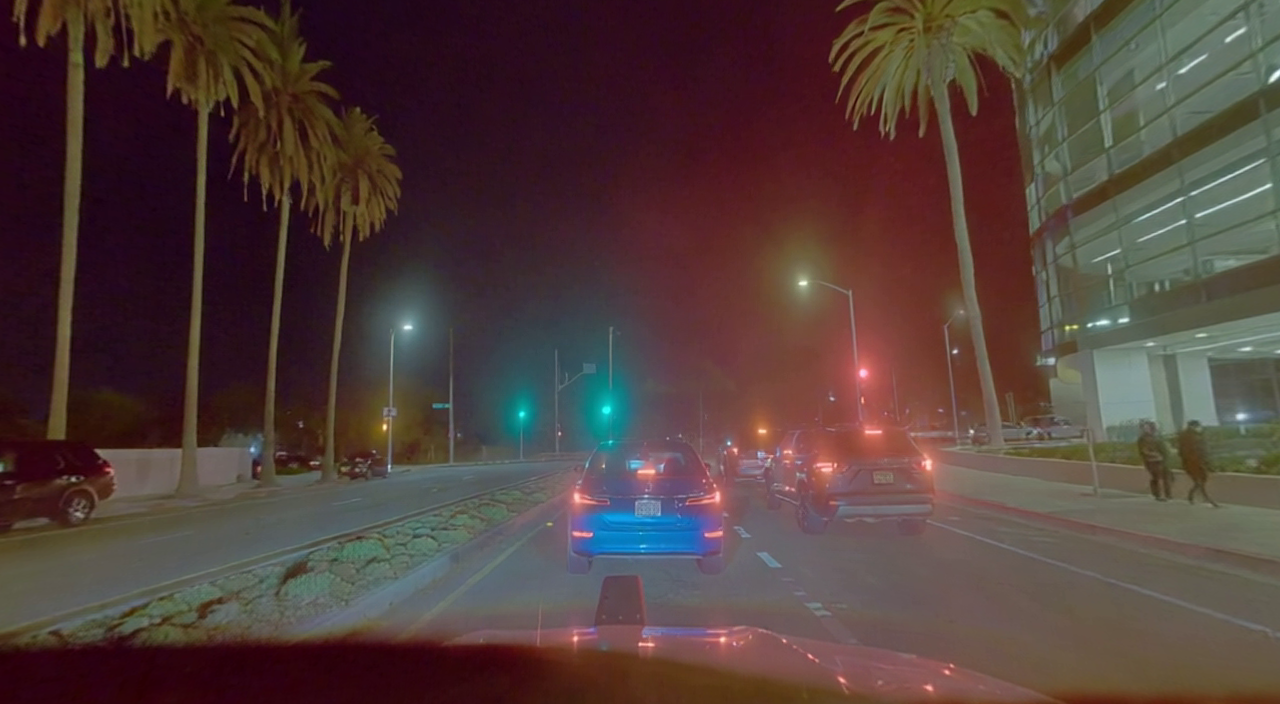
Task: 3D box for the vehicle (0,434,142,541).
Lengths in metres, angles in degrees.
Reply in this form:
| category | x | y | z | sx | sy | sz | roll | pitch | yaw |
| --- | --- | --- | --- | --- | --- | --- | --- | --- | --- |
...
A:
| category | x | y | z | sx | sy | sz | roll | pitch | yaw |
| --- | --- | --- | --- | --- | --- | --- | --- | --- | --- |
| vehicle | -13.057 | 2.719 | 12.288 | 2.240 | 1.964 | 5.707 | -6 | -8 | 0 |

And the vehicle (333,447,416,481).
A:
| category | x | y | z | sx | sy | sz | roll | pitch | yaw |
| --- | --- | --- | --- | --- | --- | --- | --- | --- | --- |
| vehicle | -13.186 | 5.563 | 31.722 | 1.965 | 1.507 | 4.725 | -1 | -8 | 2 |

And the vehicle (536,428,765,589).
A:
| category | x | y | z | sx | sy | sz | roll | pitch | yaw |
| --- | --- | --- | --- | --- | --- | --- | --- | --- | --- |
| vehicle | 0.140 | 1.729 | 7.823 | 2.088 | 1.452 | 3.993 | 0 | -8 | 1 |

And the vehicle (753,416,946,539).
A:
| category | x | y | z | sx | sy | sz | roll | pitch | yaw |
| --- | --- | --- | --- | --- | --- | --- | --- | --- | --- |
| vehicle | 3.395 | 2.124 | 11.290 | 2.003 | 1.733 | 4.319 | 0 | -8 | 1 |
